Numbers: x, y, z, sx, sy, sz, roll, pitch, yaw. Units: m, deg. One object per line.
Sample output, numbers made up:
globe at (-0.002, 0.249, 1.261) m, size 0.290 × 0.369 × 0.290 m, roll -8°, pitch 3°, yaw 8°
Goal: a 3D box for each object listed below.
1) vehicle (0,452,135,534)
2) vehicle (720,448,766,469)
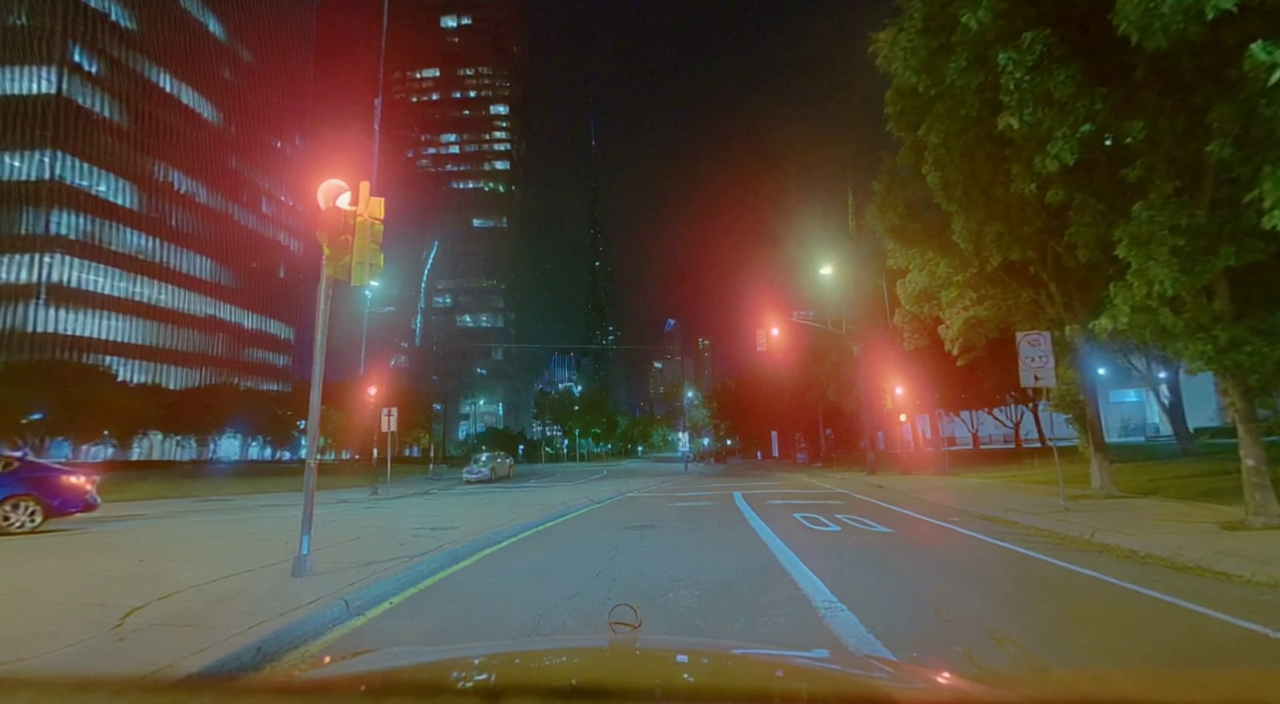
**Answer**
vehicle at (-12.860, 2.714, 12.264) m, size 4.598 × 1.490 × 1.816 m, roll 7°, pitch -11°, yaw -40°
vehicle at (7.842, 8.124, 48.417) m, size 1.829 × 1.440 × 4.384 m, roll 2°, pitch -9°, yaw -14°
